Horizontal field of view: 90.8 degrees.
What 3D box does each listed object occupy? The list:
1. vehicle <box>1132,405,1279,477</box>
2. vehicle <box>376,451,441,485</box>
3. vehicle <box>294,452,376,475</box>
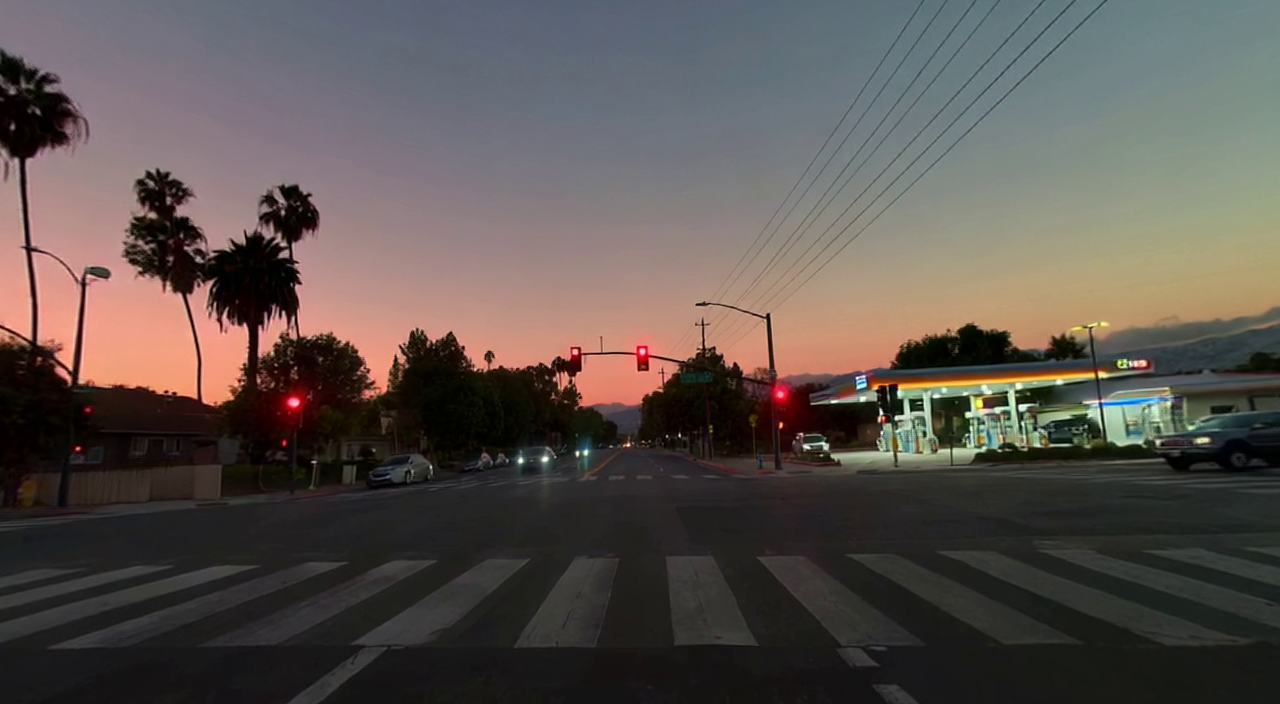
[{"bbox_3d":[16.783,2.436,17.279,5.086,1.817,1.952,0,-9,-4],"label":"vehicle"},{"bbox_3d":[-13.035,6.551,35.950,2.009,1.777,4.559,0,-9,-1],"label":"vehicle"},{"bbox_3d":[-20.951,7.683,43.510,4.672,1.469,1.816,0,-9,-2],"label":"vehicle"}]
